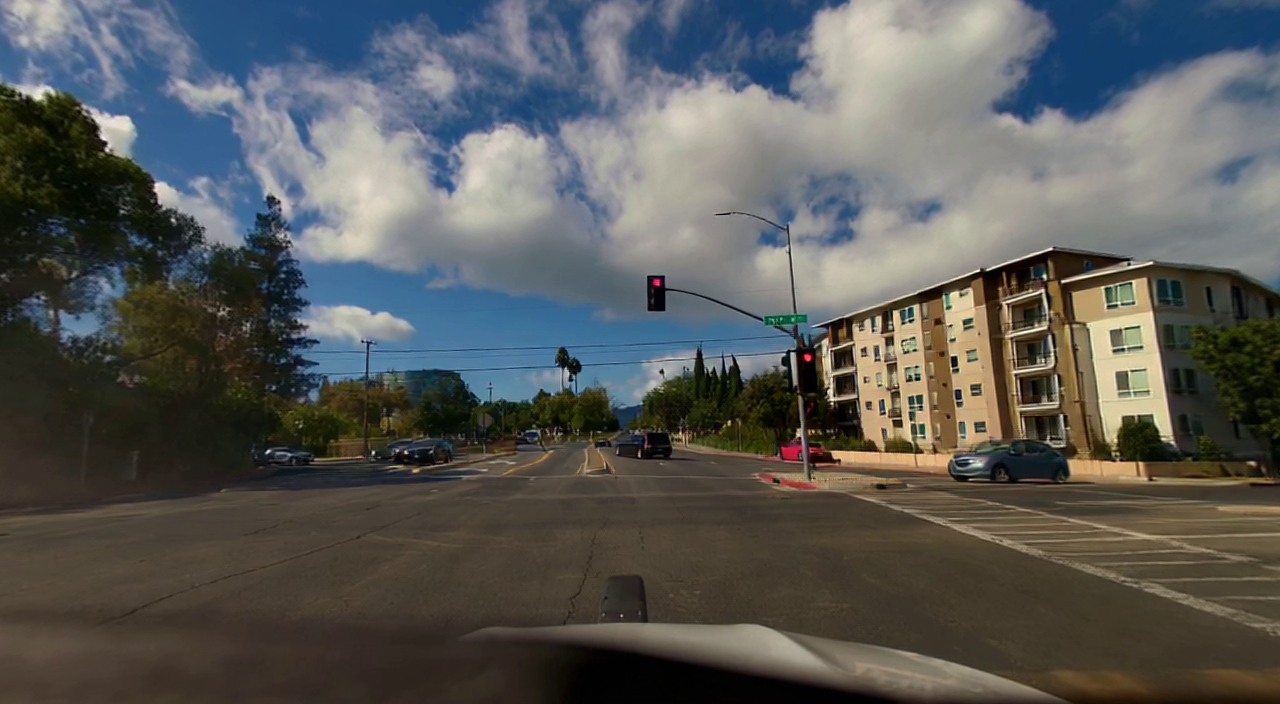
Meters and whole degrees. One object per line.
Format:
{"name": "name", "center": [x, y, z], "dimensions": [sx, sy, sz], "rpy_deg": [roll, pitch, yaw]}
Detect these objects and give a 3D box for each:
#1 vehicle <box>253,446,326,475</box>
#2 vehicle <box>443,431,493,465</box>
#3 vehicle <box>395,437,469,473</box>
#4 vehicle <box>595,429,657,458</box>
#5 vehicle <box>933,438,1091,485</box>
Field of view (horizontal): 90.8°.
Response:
{"name": "vehicle", "center": [-21.060, 6.513, 38.137], "dimensions": [1.981, 1.628, 4.336], "rpy_deg": [0, -9, -1]}
{"name": "vehicle", "center": [-9.787, 5.507, 36.205], "dimensions": [1.910, 1.818, 4.057], "rpy_deg": [0, -9, -3]}
{"name": "vehicle", "center": [-9.701, 4.831, 29.798], "dimensions": [2.116, 1.521, 4.294], "rpy_deg": [0, -9, -2]}
{"name": "vehicle", "center": [-0.940, 5.642, 38.792], "dimensions": [1.993, 1.664, 4.424], "rpy_deg": [5, -10, -28]}
{"name": "vehicle", "center": [13.728, 4.036, 23.475], "dimensions": [4.790, 1.571, 2.073], "rpy_deg": [-6, -11, 34]}
